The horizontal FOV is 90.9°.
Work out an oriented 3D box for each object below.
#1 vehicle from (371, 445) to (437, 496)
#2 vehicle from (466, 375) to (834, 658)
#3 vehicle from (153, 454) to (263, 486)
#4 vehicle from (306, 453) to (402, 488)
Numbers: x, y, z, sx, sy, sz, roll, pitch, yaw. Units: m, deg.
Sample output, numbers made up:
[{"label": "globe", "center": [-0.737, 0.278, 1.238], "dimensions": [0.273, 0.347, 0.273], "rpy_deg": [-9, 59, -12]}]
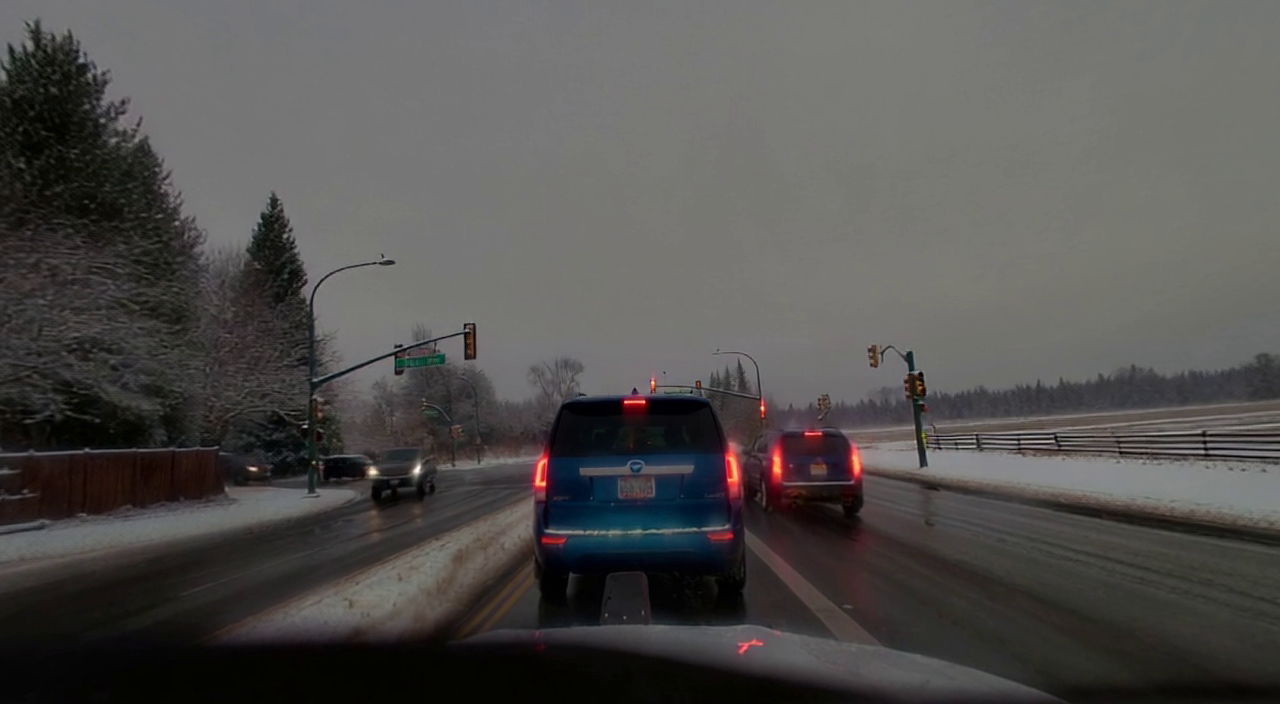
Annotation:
[{"label": "vehicle", "center": [-8.717, 4.327, 23.558], "dimensions": [2.026, 1.680, 4.608], "rpy_deg": [3, -9, -18]}, {"label": "vehicle", "center": [0.062, 1.334, 6.112], "dimensions": [2.298, 1.770, 4.138], "rpy_deg": [0, -8, 0]}, {"label": "vehicle", "center": [-23.990, 6.555, 35.131], "dimensions": [4.605, 1.626, 2.251], "rpy_deg": [-1, -8, 6]}, {"label": "vehicle", "center": [-13.696, 5.603, 30.097], "dimensions": [4.559, 1.458, 2.265], "rpy_deg": [-7, -11, 38]}]
